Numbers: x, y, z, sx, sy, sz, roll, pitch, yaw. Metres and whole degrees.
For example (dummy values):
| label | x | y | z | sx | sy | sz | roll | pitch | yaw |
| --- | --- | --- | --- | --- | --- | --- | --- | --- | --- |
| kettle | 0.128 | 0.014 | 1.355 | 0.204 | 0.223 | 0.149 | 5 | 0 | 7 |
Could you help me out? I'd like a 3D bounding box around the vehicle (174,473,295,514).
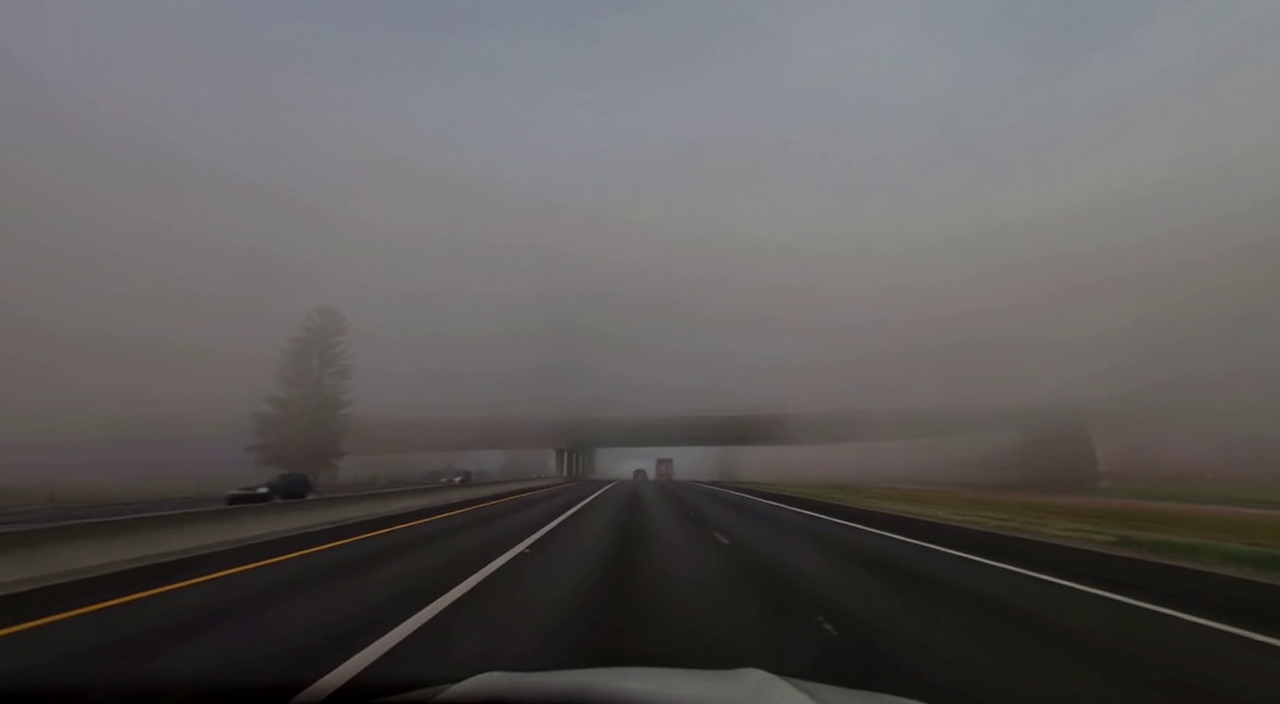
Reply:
| label | x | y | z | sx | sy | sz | roll | pitch | yaw |
| --- | --- | --- | --- | --- | --- | --- | --- | --- | --- |
| vehicle | -16.043 | 5.598 | 25.281 | 1.830 | 1.447 | 4.543 | 1 | -11 | 0 |
